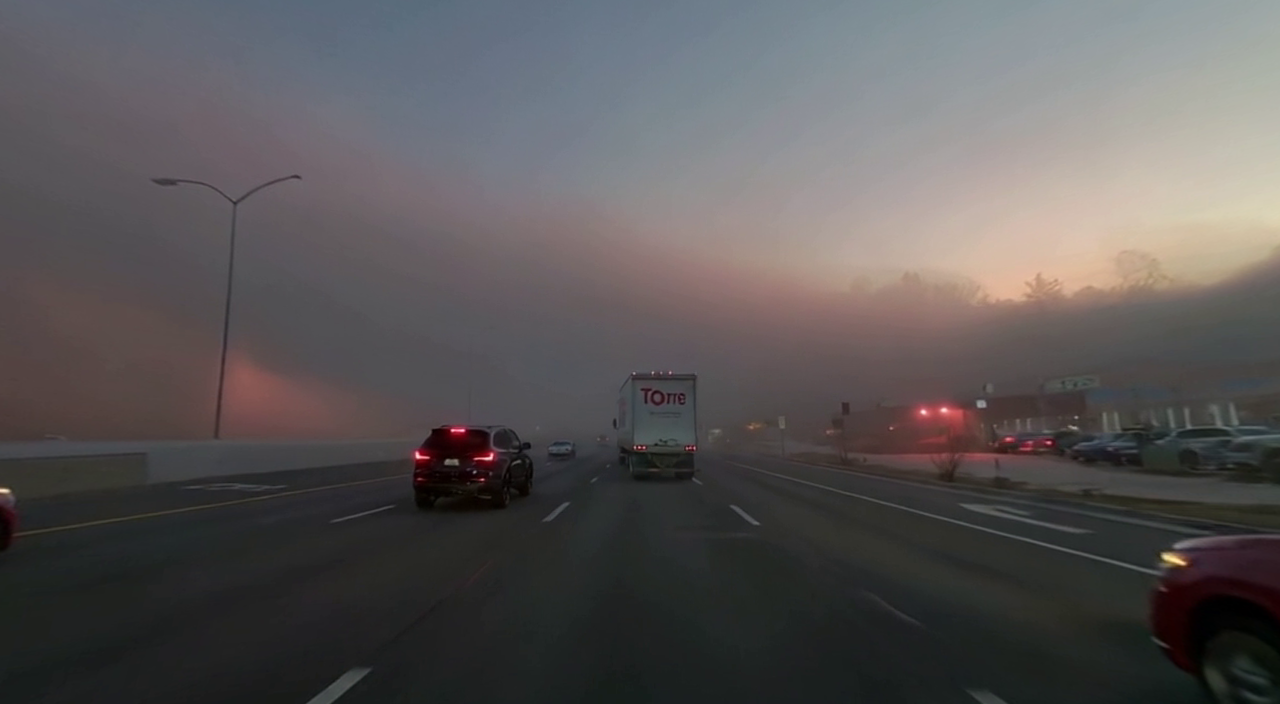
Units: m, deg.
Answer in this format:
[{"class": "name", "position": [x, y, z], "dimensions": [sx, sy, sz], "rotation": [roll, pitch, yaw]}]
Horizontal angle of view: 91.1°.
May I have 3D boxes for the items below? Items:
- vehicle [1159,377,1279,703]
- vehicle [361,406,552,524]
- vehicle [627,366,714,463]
[{"class": "vehicle", "position": [3.327, 0.554, 0.186], "dimensions": [2.280, 1.511, 4.758], "rotation": [0, -9, 0]}, {"class": "vehicle", "position": [-3.217, 2.132, 12.318], "dimensions": [2.178, 1.826, 4.933], "rotation": [0, -8, 1]}, {"class": "vehicle", "position": [2.103, 3.394, 34.307], "dimensions": [3.657, 4.173, 13.731], "rotation": [-1, -6, 7]}]
